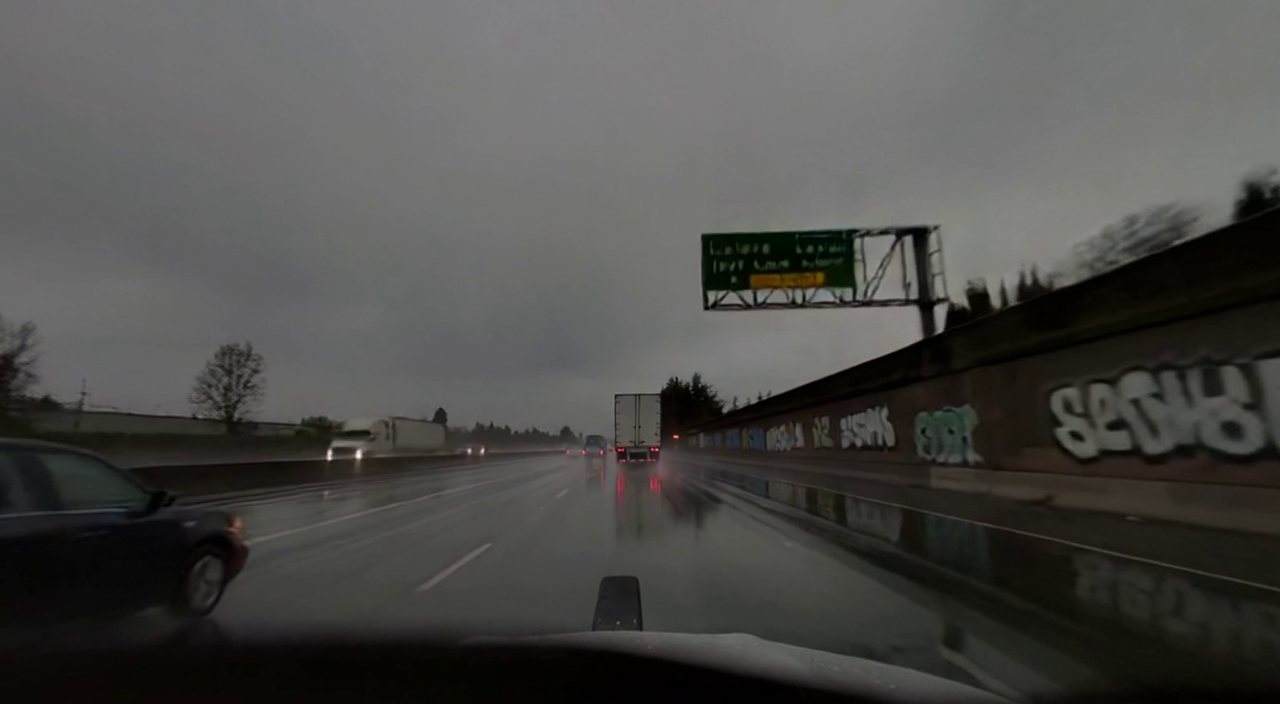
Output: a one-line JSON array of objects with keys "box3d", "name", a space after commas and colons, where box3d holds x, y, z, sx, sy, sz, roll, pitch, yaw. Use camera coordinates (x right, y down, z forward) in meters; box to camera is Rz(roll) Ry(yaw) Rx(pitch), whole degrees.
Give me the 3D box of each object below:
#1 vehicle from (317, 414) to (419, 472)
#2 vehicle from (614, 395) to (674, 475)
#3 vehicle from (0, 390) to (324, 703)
[{"box3d": [-19.611, 6.768, 46.120, 2.992, 3.750, 9.993, 0, -9, 0], "name": "vehicle"}, {"box3d": [0.032, 5.077, 37.453, 3.042, 4.023, 10.832, 0, -9, -2], "name": "vehicle"}, {"box3d": [-3.694, 1.023, 3.084, 2.158, 1.538, 4.047, 0, -9, 0], "name": "vehicle"}]
